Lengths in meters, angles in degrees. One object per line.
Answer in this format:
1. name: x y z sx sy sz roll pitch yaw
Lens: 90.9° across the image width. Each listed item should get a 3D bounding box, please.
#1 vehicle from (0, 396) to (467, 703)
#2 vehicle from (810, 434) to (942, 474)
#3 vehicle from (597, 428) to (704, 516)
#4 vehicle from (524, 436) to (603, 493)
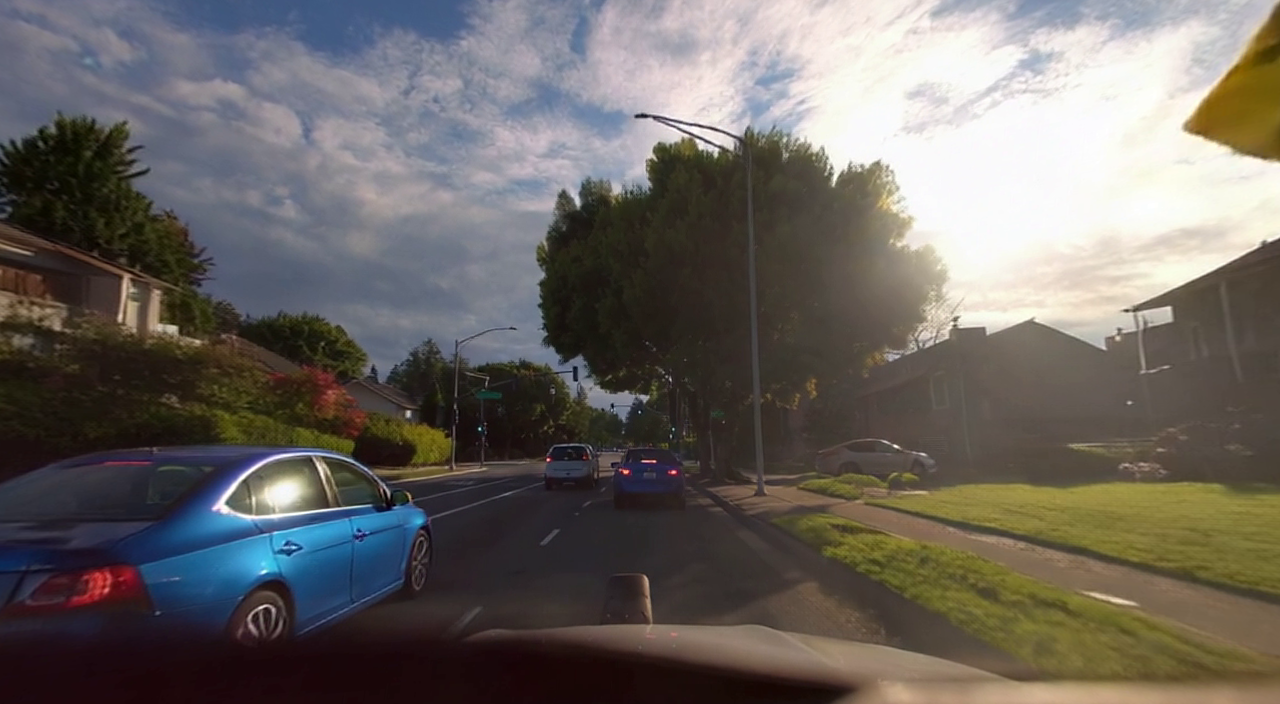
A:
1. vehicle: -2.837 1.211 4.074 1.968 1.472 4.685 0 -9 2
2. vehicle: 9.313 4.057 25.143 4.456 1.504 1.914 0 -9 1
3. vehicle: 0.215 2.692 14.537 2.120 1.718 3.909 0 -9 0
4. vehicle: -2.449 3.746 21.313 2.000 1.737 4.133 0 -9 2
